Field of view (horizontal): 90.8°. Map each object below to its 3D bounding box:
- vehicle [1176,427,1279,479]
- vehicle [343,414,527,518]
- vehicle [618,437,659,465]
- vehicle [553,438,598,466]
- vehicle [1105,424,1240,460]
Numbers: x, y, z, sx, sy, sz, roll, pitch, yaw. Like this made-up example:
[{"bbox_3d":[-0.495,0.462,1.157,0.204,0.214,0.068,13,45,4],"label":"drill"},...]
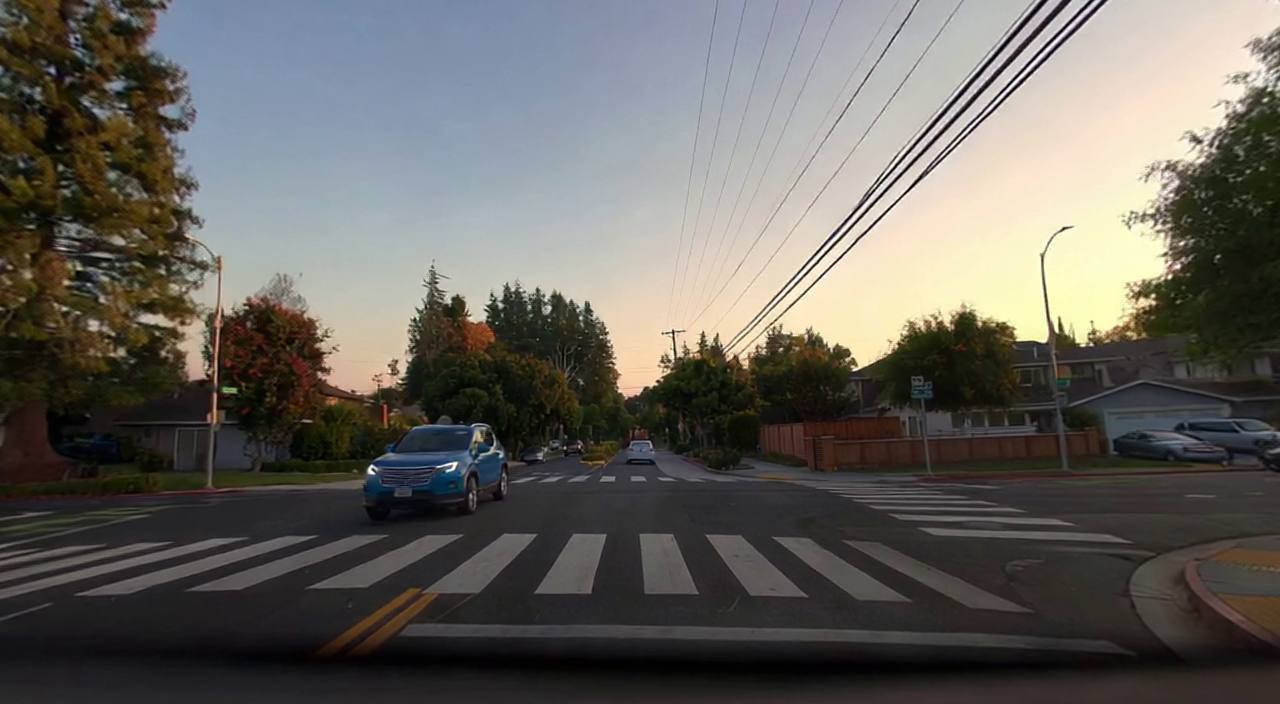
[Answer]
[{"bbox_3d":[19.088,2.940,18.434,2.053,1.472,4.915,2,-9,-11],"label":"vehicle"},{"bbox_3d":[-3.923,2.298,13.179,2.330,1.768,4.553,0,-9,0],"label":"vehicle"},{"bbox_3d":[-0.128,5.619,35.999,2.209,1.501,4.208,0,-9,-1],"label":"vehicle"},{"bbox_3d":[-3.609,5.706,36.094,2.102,1.463,4.024,0,-9,1],"label":"vehicle"},{"bbox_3d":[23.418,4.014,28.087,1.841,1.448,4.688,0,-9,-1],"label":"vehicle"}]
